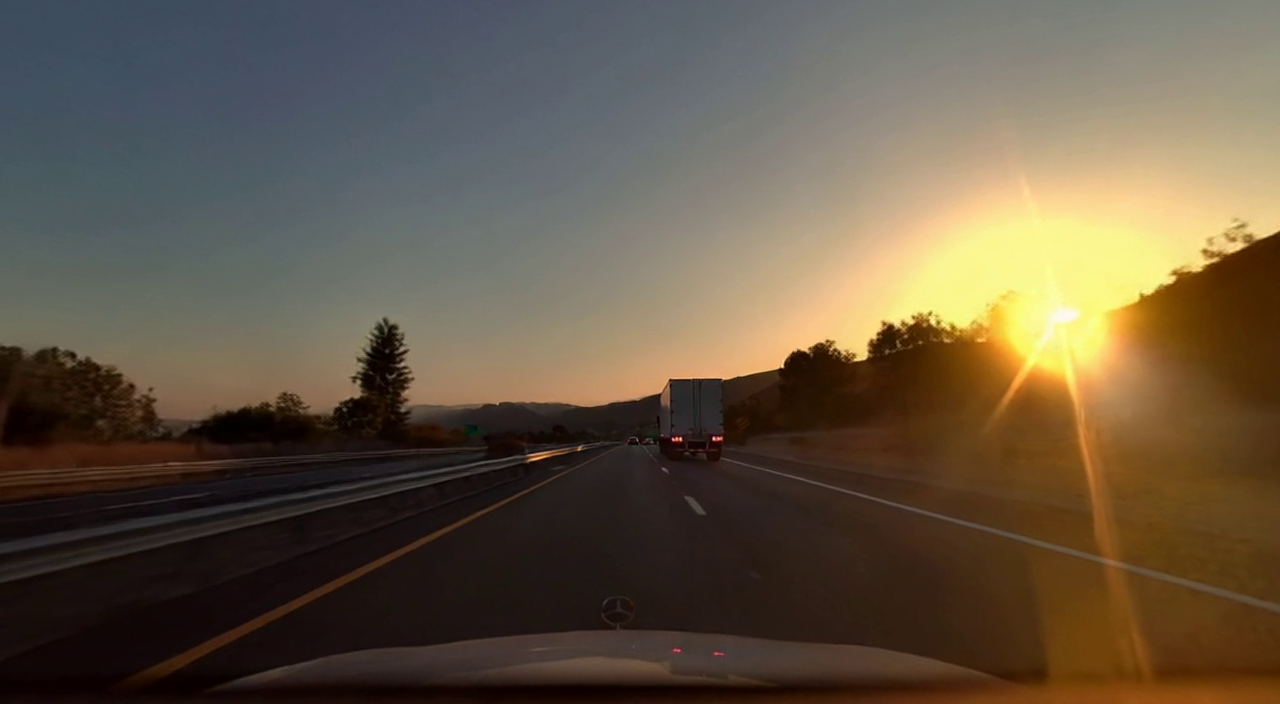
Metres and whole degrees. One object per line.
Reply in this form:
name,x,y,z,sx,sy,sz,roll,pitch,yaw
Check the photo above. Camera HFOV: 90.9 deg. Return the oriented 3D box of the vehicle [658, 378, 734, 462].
vehicle,2.875,4.159,37.046,2.924,4.024,13.639,0,-8,-1
